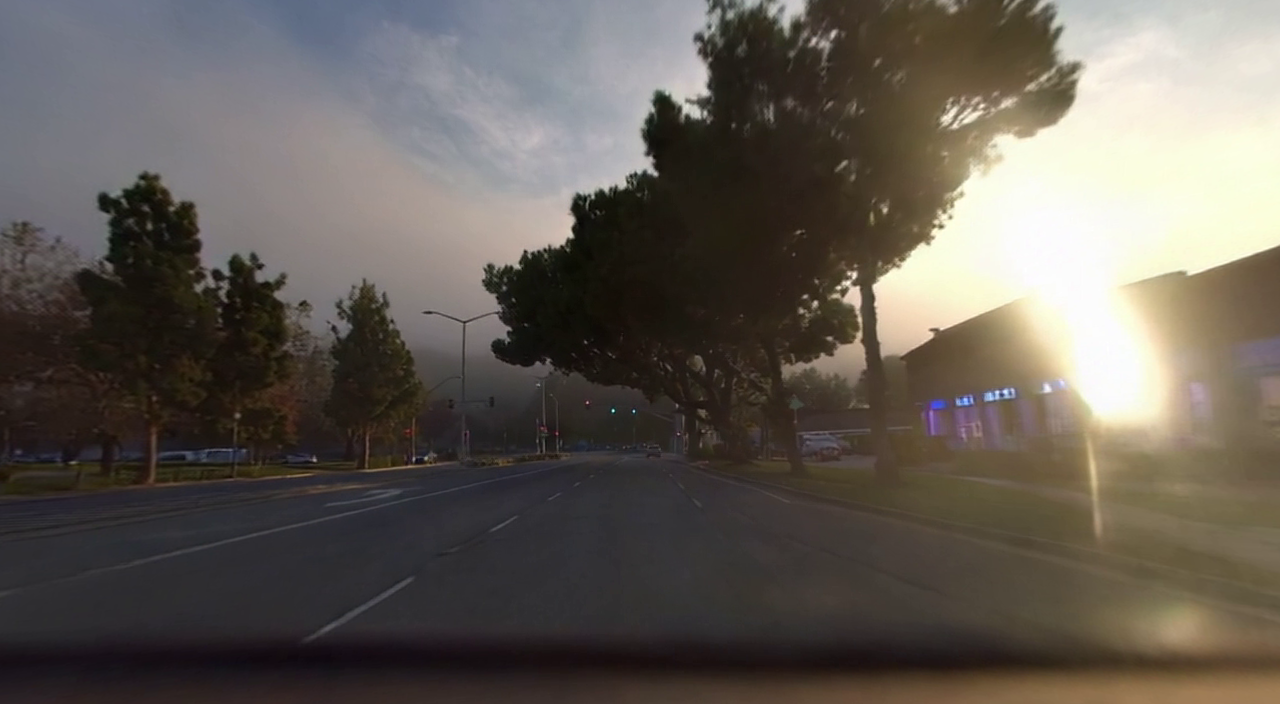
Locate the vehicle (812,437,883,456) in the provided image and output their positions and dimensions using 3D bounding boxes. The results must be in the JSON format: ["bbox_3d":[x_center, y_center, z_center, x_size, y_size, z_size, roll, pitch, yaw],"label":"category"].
[{"bbox_3d":[16.329,7.481,49.726,4.960,1.505,1.941,0,-9,0],"label":"vehicle"}]
